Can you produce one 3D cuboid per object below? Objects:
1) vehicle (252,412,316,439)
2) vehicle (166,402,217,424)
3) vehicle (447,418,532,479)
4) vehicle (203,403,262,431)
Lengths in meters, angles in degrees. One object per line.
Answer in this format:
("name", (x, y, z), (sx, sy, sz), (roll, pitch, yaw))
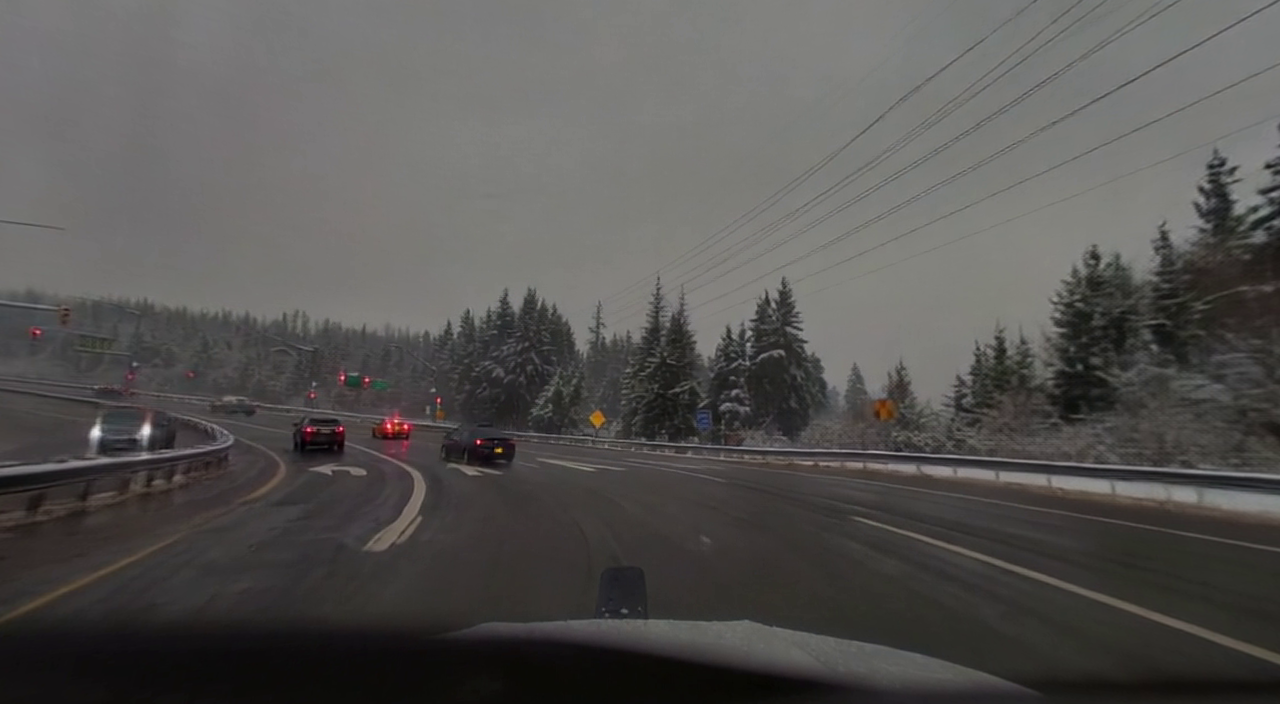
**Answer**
("vehicle", (-21.922, 4.564, 38.718), (4.623, 1.501, 2.033), (-8, -12, 43))
("vehicle", (-34.401, 4.704, 48.355), (4.459, 1.486, 1.763), (-7, -11, 36))
("vehicle", (-4.970, 3.124, 20.427), (2.140, 1.724, 4.304), (3, -9, -20))
("vehicle", (-28.559, 4.619, 44.125), (4.285, 1.747, 2.076), (-7, -11, 38))
